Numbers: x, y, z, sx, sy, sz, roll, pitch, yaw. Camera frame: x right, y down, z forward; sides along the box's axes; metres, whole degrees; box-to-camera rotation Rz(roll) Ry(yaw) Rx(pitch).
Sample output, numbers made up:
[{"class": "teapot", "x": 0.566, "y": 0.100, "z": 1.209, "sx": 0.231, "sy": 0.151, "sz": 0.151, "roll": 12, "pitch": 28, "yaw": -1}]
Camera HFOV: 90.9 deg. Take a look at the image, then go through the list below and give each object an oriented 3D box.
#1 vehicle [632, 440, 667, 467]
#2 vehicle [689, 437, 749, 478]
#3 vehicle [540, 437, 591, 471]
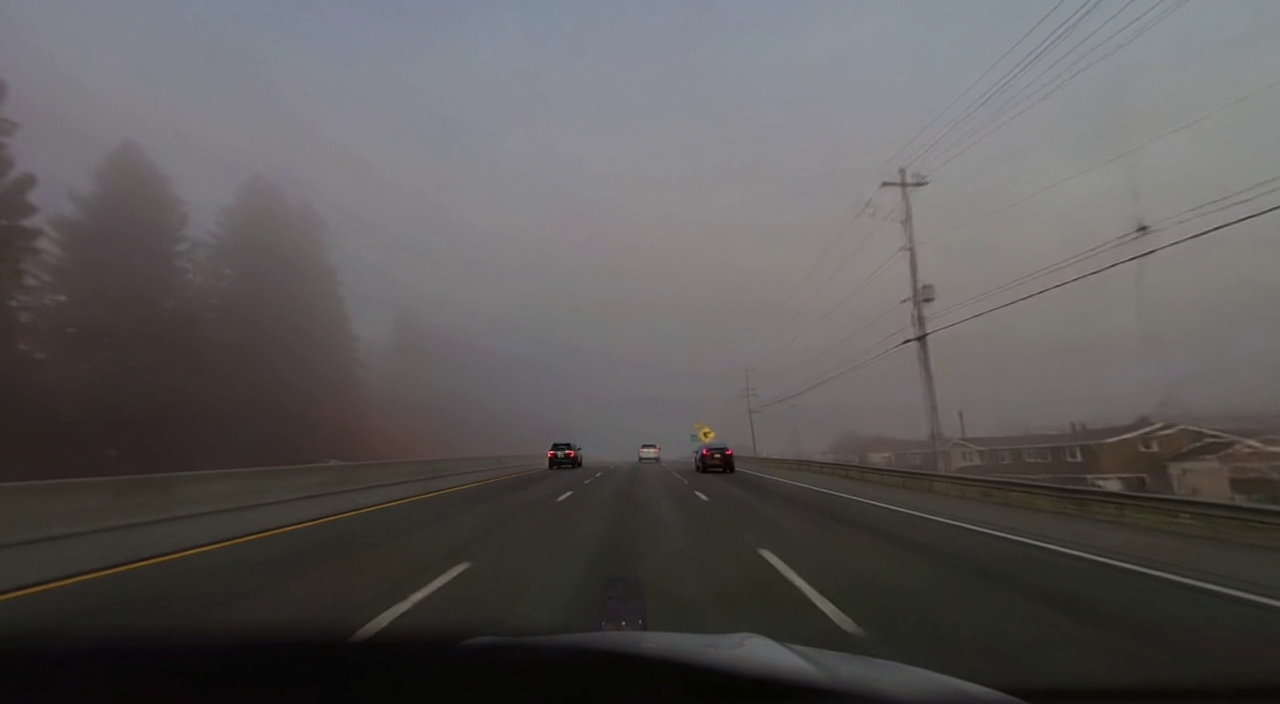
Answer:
[{"class": "vehicle", "x": 0.536, "y": 6.351, "z": 39.588, "sx": 2.049, "sy": 1.620, "sz": 4.153, "roll": 0, "pitch": -8, "yaw": 0}, {"class": "vehicle", "x": 3.302, "y": 4.465, "z": 26.983, "sx": 1.996, "sy": 1.579, "sz": 3.841, "roll": 0, "pitch": -8, "yaw": -1}, {"class": "vehicle", "x": -4.110, "y": 5.719, "z": 35.557, "sx": 2.217, "sy": 1.773, "sz": 4.553, "roll": 0, "pitch": -8, "yaw": 1}]
